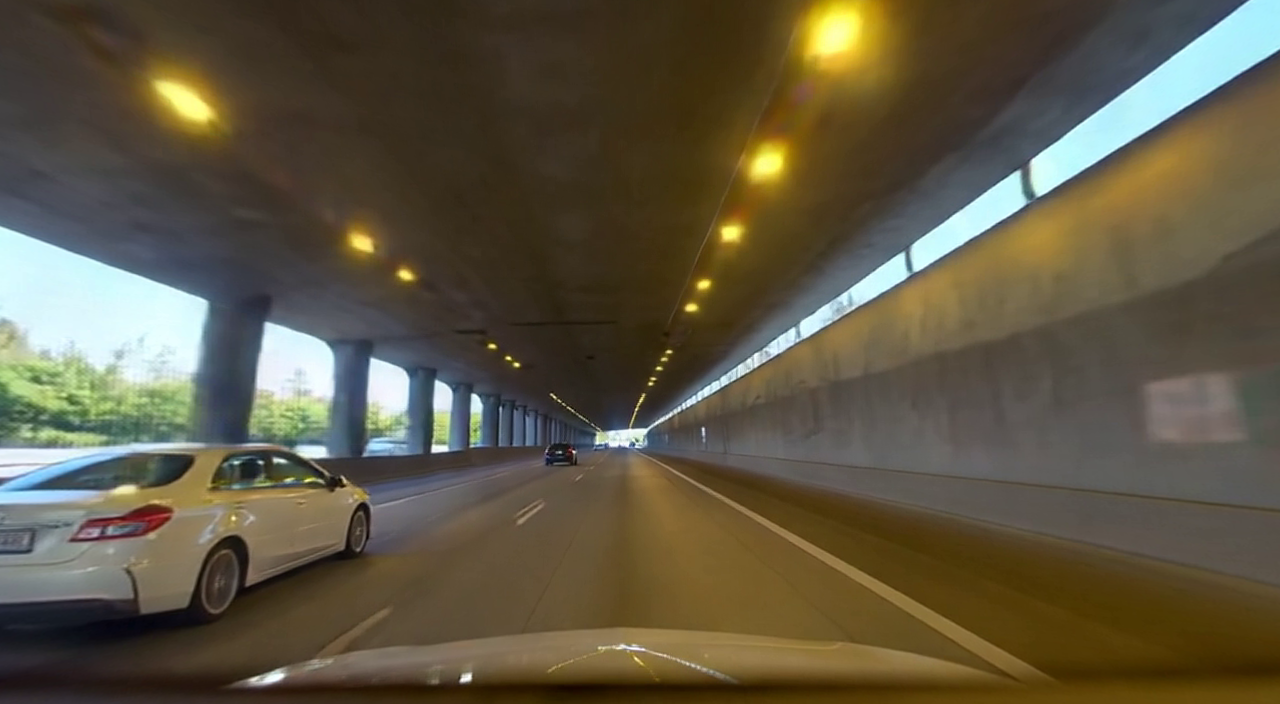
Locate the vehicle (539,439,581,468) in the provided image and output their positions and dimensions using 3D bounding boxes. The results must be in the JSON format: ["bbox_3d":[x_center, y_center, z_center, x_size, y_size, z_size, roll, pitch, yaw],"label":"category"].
[{"bbox_3d":[-4.503,5.750,35.900,1.973,1.474,4.199,0,-8,-1],"label":"vehicle"}]

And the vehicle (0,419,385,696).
[{"bbox_3d":[-4.046,1.379,5.449,1.885,1.424,4.230,-1,-8,0],"label":"vehicle"}]
